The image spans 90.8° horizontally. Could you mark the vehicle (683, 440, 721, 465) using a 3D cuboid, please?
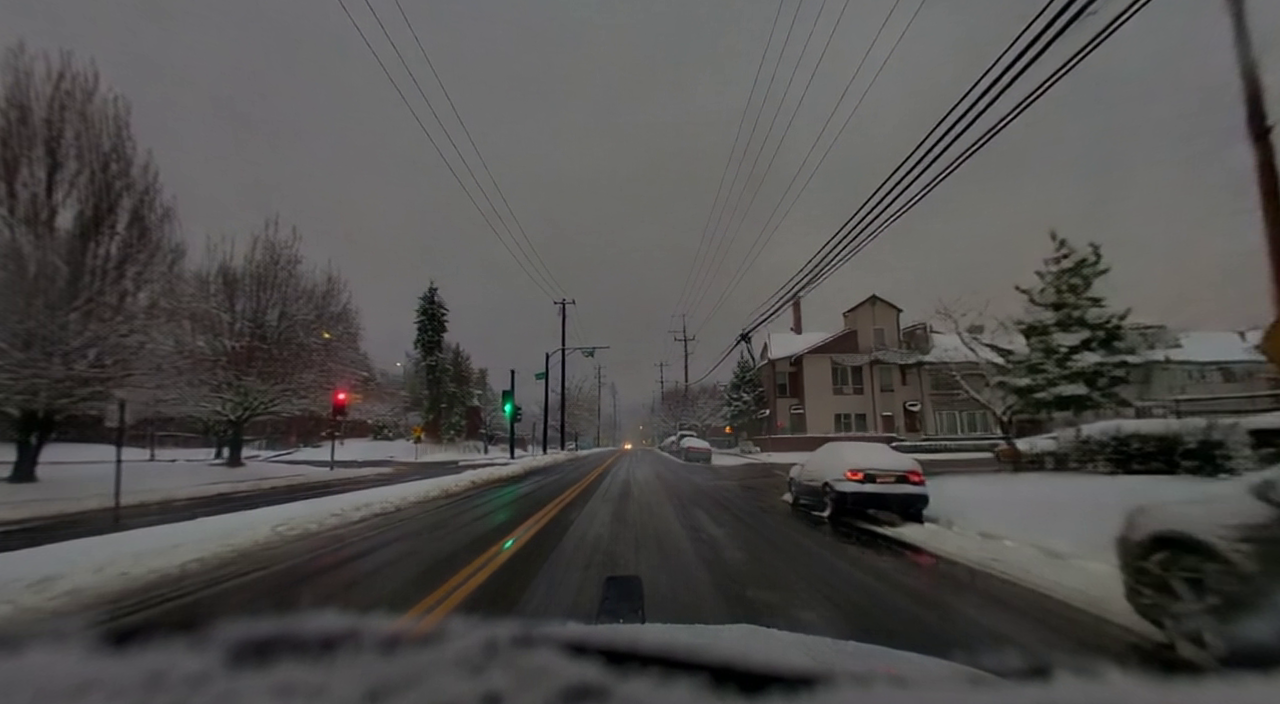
[{"bbox_3d":[3.843,6.291,39.681,1.785,1.441,4.458,0,-8,-2],"label":"vehicle"}]

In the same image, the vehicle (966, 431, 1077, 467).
[{"bbox_3d":[17.469,4.471,29.269,1.854,1.515,4.648,1,-8,-7],"label":"vehicle"}]

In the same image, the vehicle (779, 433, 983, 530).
[{"bbox_3d":[4.087,2.271,11.725,1.994,1.422,4.595,0,-8,0],"label":"vehicle"}]

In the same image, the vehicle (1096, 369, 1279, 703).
[{"bbox_3d":[4.087,0.746,2.001,1.898,1.625,4.414,0,-8,-1],"label":"vehicle"}]
